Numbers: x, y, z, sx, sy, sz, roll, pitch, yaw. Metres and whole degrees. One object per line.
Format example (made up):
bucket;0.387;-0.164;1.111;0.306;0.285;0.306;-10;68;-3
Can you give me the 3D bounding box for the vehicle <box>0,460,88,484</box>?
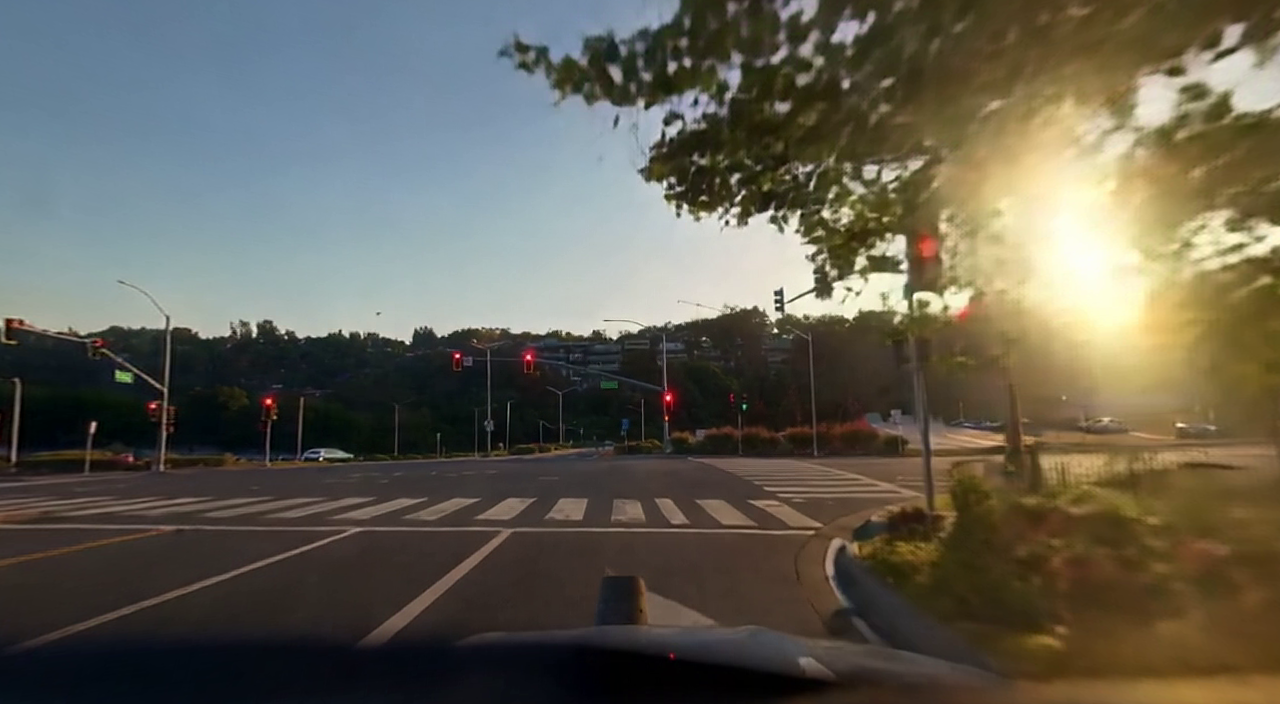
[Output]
vehicle;-36.821;7.386;38.933;3.748;1.389;1.656;0;-8;0
